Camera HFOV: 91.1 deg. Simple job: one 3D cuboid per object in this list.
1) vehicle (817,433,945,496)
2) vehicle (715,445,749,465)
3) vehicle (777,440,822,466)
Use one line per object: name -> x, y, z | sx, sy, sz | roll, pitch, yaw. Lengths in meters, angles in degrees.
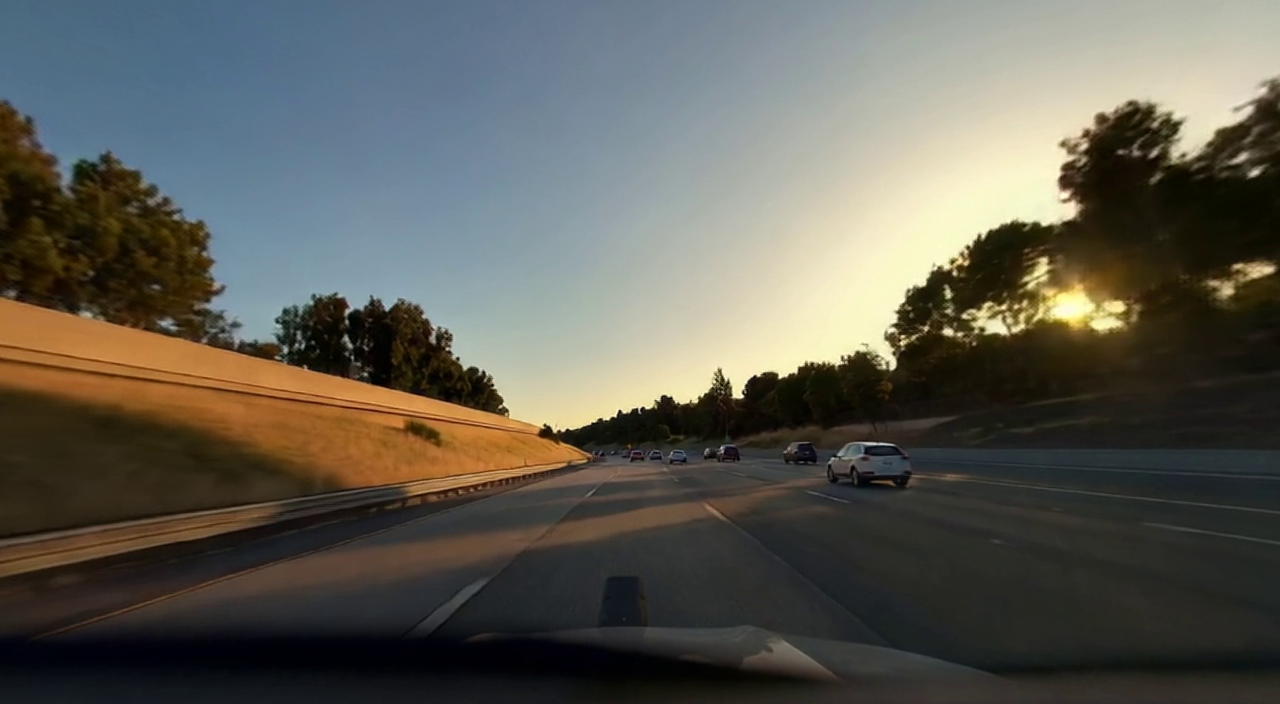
vehicle -> 7.188, 3.387, 19.336 | 2.048, 1.697, 4.689 | 0, -8, 0
vehicle -> 7.067, 7.937, 48.446 | 1.940, 1.482, 3.644 | 0, -8, -2
vehicle -> 11.001, 6.965, 43.473 | 1.986, 1.644, 4.126 | 0, -8, -1
